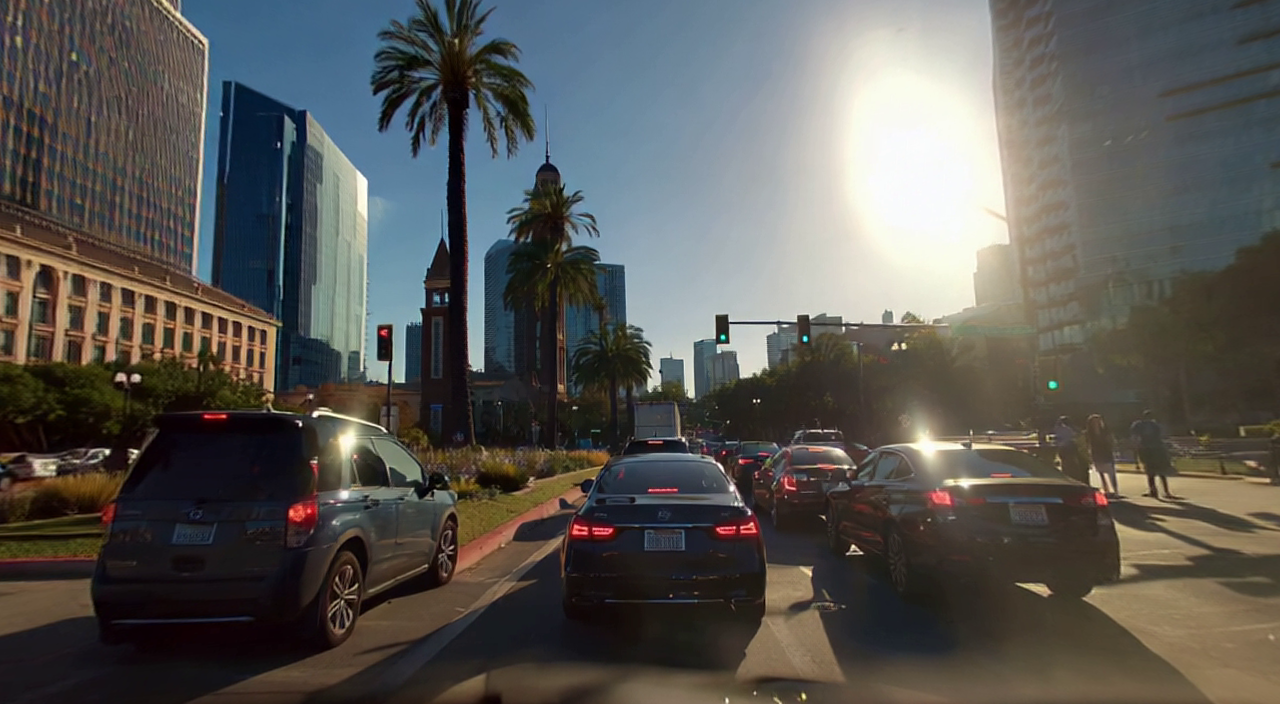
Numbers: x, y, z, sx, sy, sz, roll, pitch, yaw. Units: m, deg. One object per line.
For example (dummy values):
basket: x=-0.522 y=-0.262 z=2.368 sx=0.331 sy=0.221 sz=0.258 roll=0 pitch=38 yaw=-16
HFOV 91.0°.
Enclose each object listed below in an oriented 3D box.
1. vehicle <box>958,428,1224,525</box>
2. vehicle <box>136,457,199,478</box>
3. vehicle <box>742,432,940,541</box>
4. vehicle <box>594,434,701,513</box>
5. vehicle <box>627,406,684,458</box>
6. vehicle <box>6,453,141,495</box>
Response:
vehicle: x=8.178 y=2.280 z=12.055 sx=1.859 sy=1.508 sz=4.259 roll=0 pitch=-9 yaw=-1
vehicle: x=-36.828 y=8.995 z=49.212 sx=1.700 sy=1.527 sz=4.445 roll=1 pitch=-9 yaw=-4
vehicle: x=3.101 y=2.165 z=10.835 sx=1.913 sy=1.469 sz=4.425 roll=0 pitch=-9 yaw=-1
vehicle: x=0.182 y=2.624 z=14.021 sx=2.048 sy=1.503 sz=3.681 roll=0 pitch=-9 yaw=1
vehicle: x=0.840 y=3.755 z=29.173 sx=2.230 sy=2.158 sz=5.498 roll=-1 pitch=-9 yaw=5
vehicle: x=-26.696 y=5.718 z=29.952 sx=2.105 sy=1.793 sz=4.812 roll=0 pitch=-9 yaw=-3
